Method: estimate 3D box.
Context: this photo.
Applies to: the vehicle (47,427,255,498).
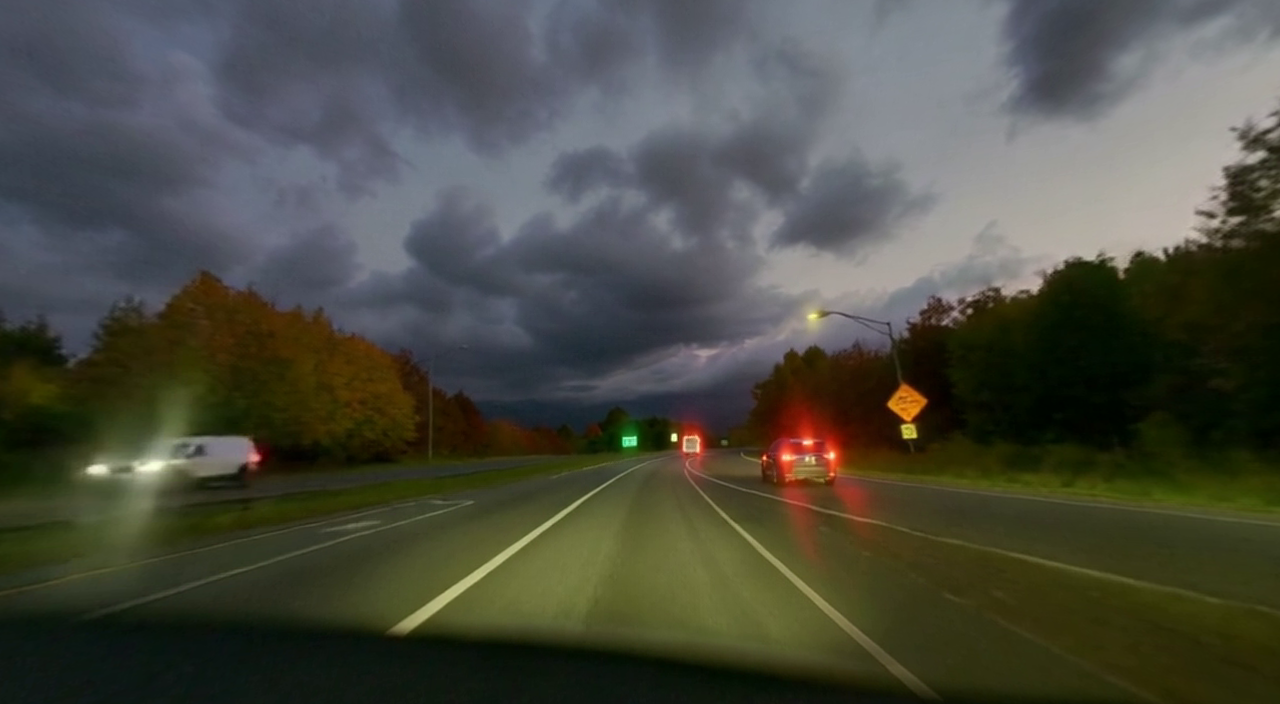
[{"bbox_3d":[-15.187,3.467,20.009,2.089,1.939,5.262,-1,-9,4],"label":"vehicle"}]
